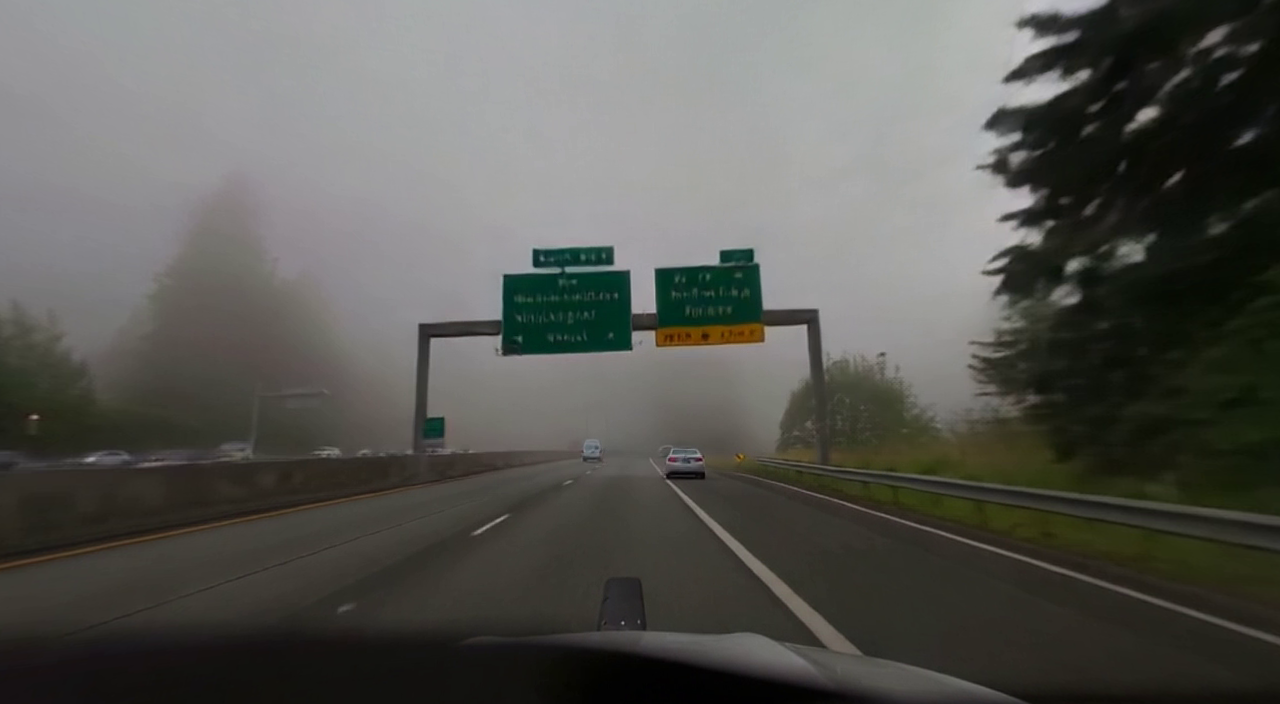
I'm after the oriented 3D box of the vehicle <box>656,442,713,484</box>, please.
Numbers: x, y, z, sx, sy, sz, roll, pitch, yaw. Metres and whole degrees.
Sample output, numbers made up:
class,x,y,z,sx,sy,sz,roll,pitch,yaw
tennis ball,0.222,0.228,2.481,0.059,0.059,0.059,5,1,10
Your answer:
class,x,y,z,sx,sy,sz,roll,pitch,yaw
vehicle,1.634,4.257,24.413,1.960,1.456,3.818,0,-9,0

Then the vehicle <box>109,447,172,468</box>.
class,x,y,z,sx,sy,sz,roll,pitch,yaw
vehicle,-37.243,7.867,47.098,1.819,1.503,3.711,1,-9,-4

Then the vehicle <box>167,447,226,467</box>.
class,x,y,z,sx,sy,sz,roll,pitch,yaw
vehicle,-34.163,8.085,48.647,1.767,1.451,3.912,0,-9,-3

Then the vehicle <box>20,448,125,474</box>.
class,x,y,z,sx,sy,sz,roll,pitch,yaw
vehicle,-33.976,6.533,37.940,1.866,1.449,4.865,0,-9,-1
